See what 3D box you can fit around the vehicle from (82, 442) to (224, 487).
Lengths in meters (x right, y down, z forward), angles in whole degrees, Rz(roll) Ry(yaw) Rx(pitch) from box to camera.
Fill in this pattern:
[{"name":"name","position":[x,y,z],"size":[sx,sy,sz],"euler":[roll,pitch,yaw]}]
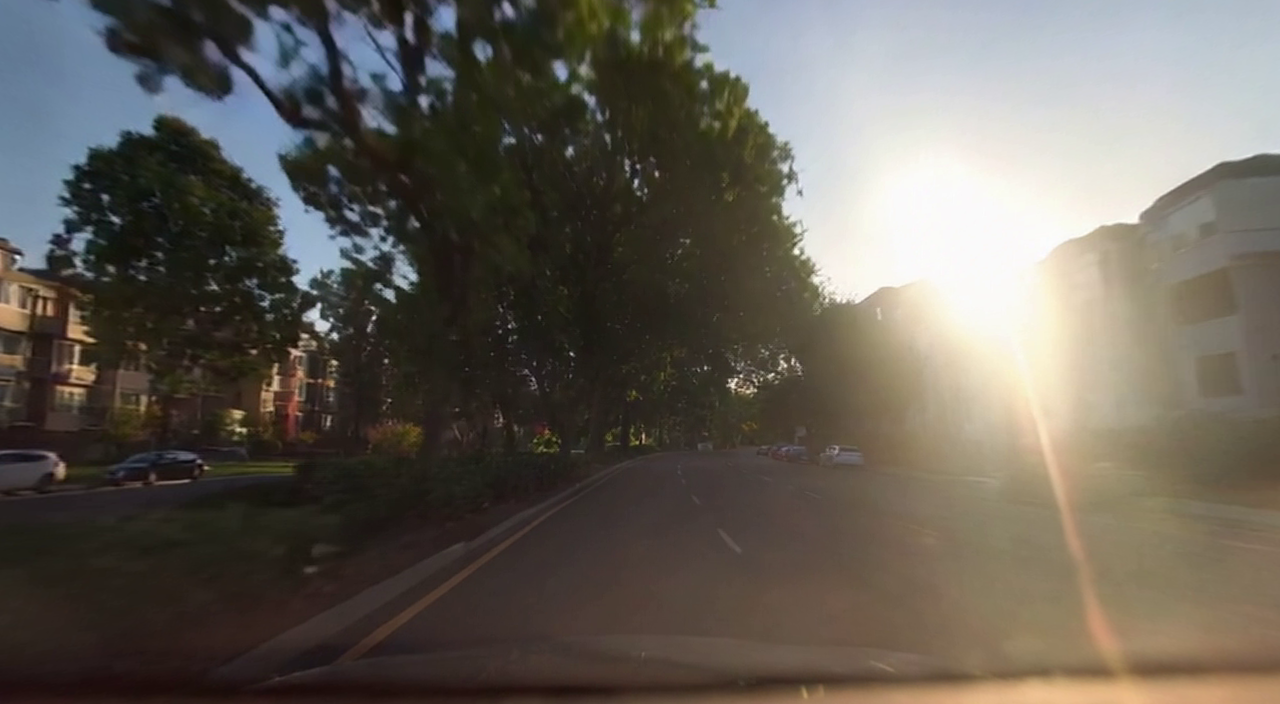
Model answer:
[{"name":"vehicle","position":[-18.799,4.402,24.716],"size":[2.003,1.505,4.332],"euler":[-2,-10,2]}]

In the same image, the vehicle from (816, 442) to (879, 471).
[{"name":"vehicle","position":[11.166,5.650,34.299],"size":[1.897,1.455,4.586],"euler":[0,-8,1]}]

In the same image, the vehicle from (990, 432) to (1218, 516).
[{"name":"vehicle","position":[10.350,2.722,14.672],"size":[1.992,1.615,4.460],"euler":[0,-8,2]}]
